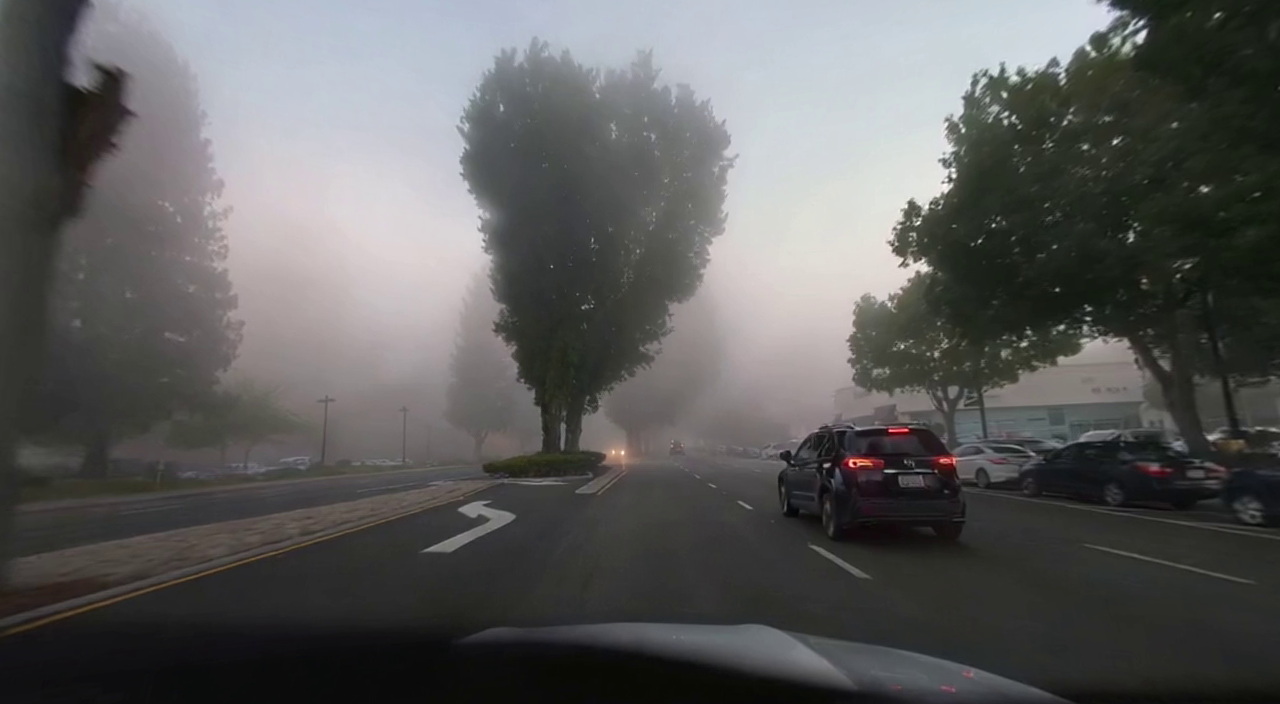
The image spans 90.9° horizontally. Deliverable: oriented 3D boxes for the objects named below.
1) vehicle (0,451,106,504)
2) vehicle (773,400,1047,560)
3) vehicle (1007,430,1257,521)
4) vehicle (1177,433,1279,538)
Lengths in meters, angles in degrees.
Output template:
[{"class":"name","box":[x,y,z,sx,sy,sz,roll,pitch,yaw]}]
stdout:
[{"class":"vehicle","box":[-23.984,4.840,24.584,5.096,1.872,2.139,-2,-9,15]},{"class":"vehicle","box":[3.614,1.825,9.633,2.183,1.845,4.482,0,-9,0]},{"class":"vehicle","box":[10.973,2.756,14.682,1.899,1.732,4.800,0,-9,0]},{"class":"vehicle","box":[10.927,2.028,9.470,1.835,1.637,4.407,0,-9,1]}]
